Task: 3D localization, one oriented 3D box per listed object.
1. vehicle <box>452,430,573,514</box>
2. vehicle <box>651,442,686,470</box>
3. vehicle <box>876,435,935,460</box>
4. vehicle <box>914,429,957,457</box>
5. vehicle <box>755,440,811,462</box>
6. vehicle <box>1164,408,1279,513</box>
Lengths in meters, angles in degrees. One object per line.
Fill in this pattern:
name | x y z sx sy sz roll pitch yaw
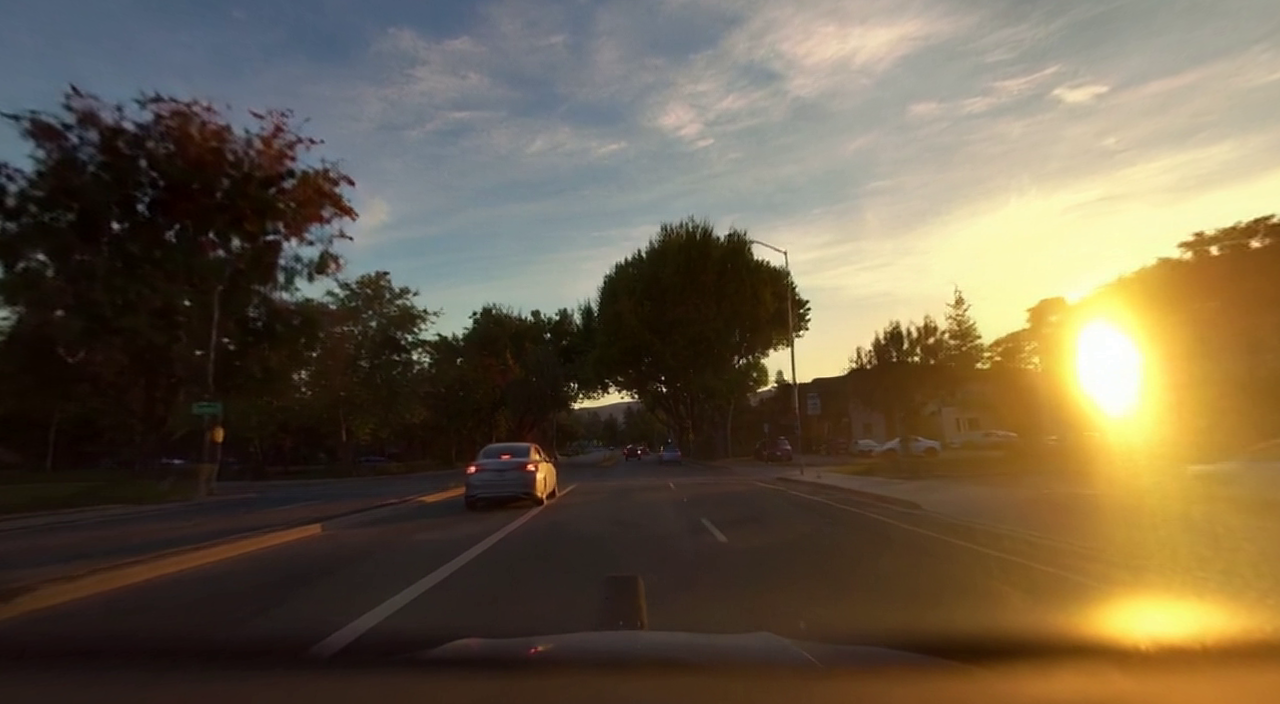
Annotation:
vehicle | -2.888 2.836 15.539 2.205 1.706 4.904 0 -8 -3
vehicle | 1.756 6.581 40.197 2.003 1.614 4.072 0 -8 -1
vehicle | 18.857 6.769 44.782 2.150 1.659 4.678 -8 -12 44
vehicle | 23.157 7.124 49.444 2.117 1.987 4.418 -9 -12 34
vehicle | 10.528 7.306 46.781 1.903 1.569 3.751 6 -10 -34
vehicle | 11.856 1.800 10.584 4.478 1.694 2.178 -6 -10 36
